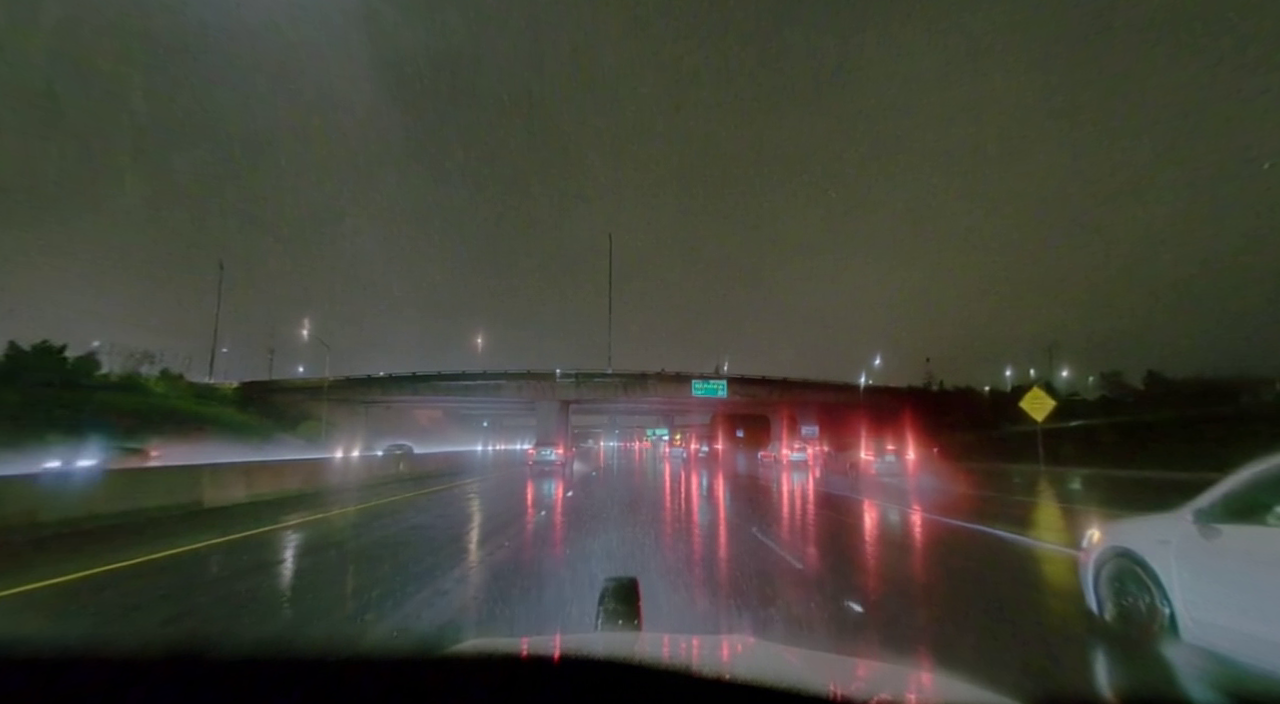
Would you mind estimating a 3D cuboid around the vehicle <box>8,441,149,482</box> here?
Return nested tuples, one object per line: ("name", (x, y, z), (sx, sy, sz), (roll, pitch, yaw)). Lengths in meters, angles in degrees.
("vehicle", (-23.524, 4.592, 26.724), (1.960, 1.555, 4.492), (0, -9, -2))

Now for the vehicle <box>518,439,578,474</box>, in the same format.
("vehicle", (-4.124, 4.780, 29.134), (1.997, 1.476, 4.703), (0, -9, 1))

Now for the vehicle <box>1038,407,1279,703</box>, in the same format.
("vehicle", (3.599, 0.870, 1.928), (1.989, 1.472, 4.322), (0, -9, 1))

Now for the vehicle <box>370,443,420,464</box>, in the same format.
("vehicle", (-17.612, 7.325, 45.576), (1.921, 1.444, 4.551), (0, -9, -2))

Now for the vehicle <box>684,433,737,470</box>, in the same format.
("vehicle", (3.471, 5.032, 32.005), (2.072, 1.761, 4.242), (0, -9, -1))
